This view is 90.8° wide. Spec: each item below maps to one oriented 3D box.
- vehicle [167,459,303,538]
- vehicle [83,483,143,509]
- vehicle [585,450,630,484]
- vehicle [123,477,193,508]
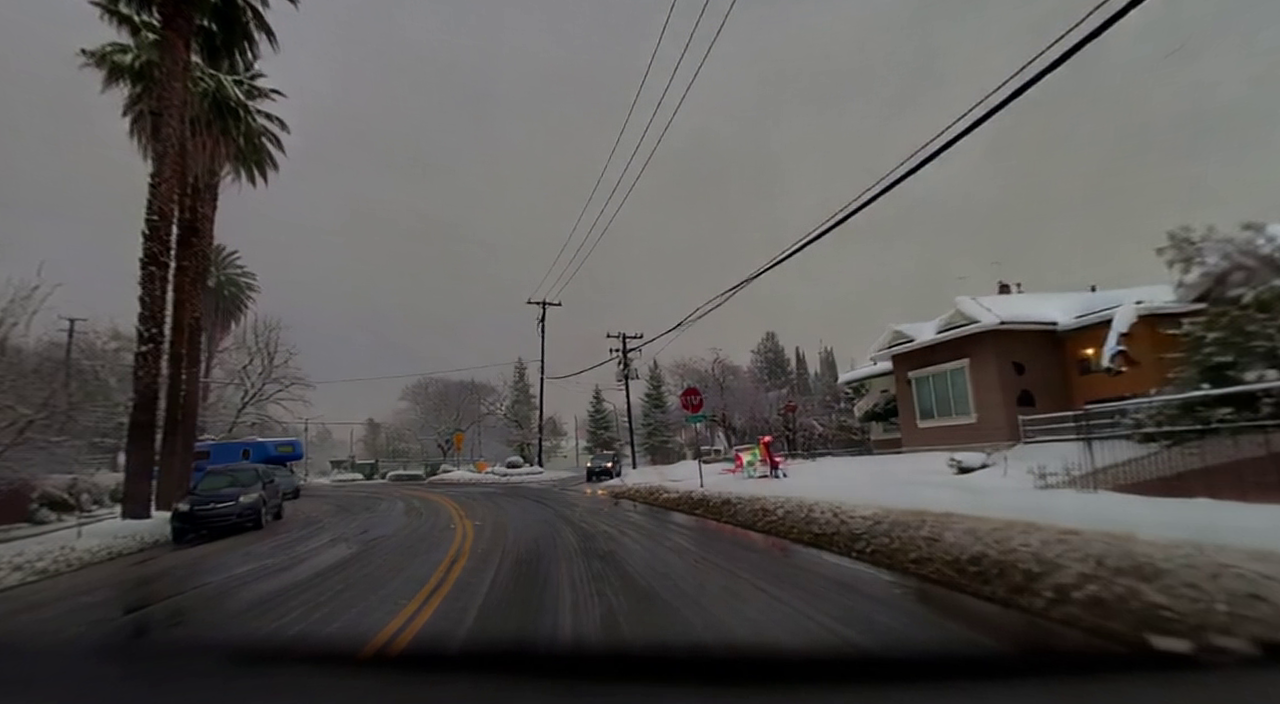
[{"bbox_3d":[-9.961,3.541,15.944,2.085,1.545,4.340,3,-9,-23],"label":"vehicle"},{"bbox_3d":[-37.591,10.221,45.020,4.164,1.504,2.025,-6,-10,33],"label":"vehicle"},{"bbox_3d":[-2.192,7.360,40.837,2.508,1.887,5.930,0,-8,-7],"label":"vehicle"},{"bbox_3d":[-32.059,9.273,42.013,4.527,1.732,2.059,-5,-10,31],"label":"vehicle"}]
